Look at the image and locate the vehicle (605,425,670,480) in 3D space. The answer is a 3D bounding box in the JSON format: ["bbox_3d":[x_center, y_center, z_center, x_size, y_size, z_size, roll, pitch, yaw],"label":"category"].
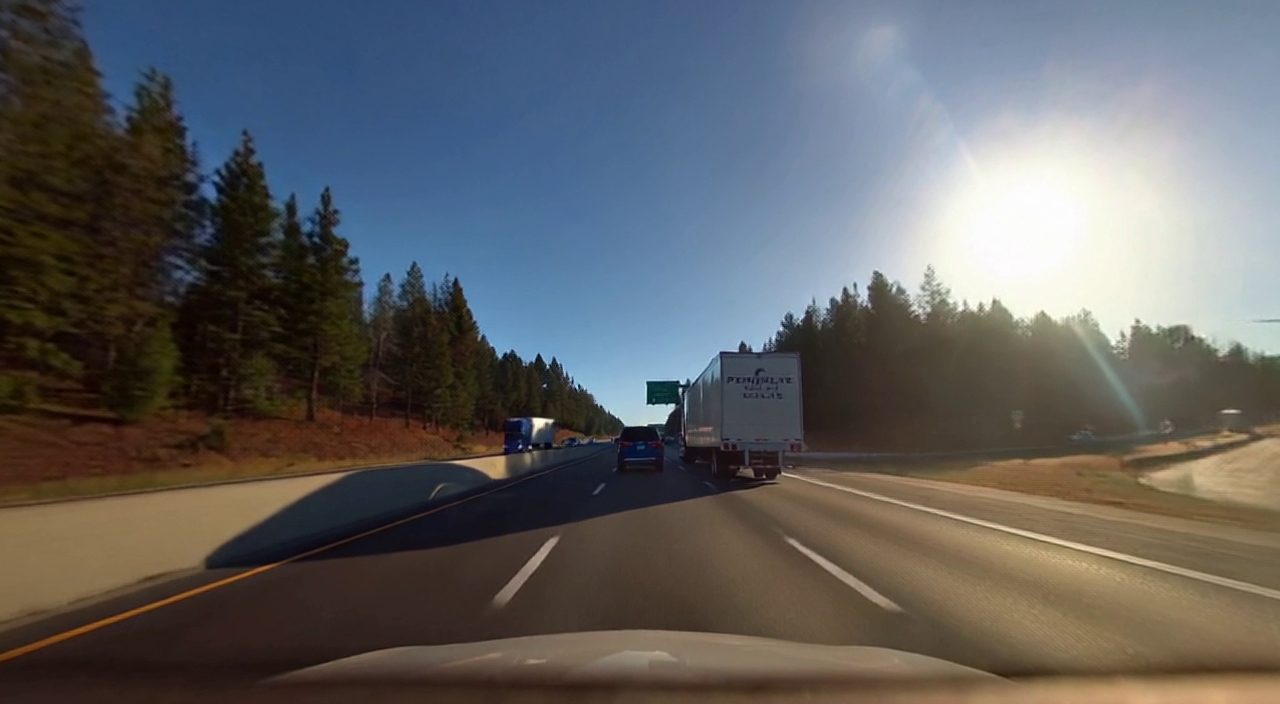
[{"bbox_3d":[-0.093,3.767,23.800,2.222,1.848,4.610,0,-8,0],"label":"vehicle"}]

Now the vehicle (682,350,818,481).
[{"bbox_3d":[4.042,3.214,28.408,2.899,4.160,16.621,0,-8,-1],"label":"vehicle"}]
